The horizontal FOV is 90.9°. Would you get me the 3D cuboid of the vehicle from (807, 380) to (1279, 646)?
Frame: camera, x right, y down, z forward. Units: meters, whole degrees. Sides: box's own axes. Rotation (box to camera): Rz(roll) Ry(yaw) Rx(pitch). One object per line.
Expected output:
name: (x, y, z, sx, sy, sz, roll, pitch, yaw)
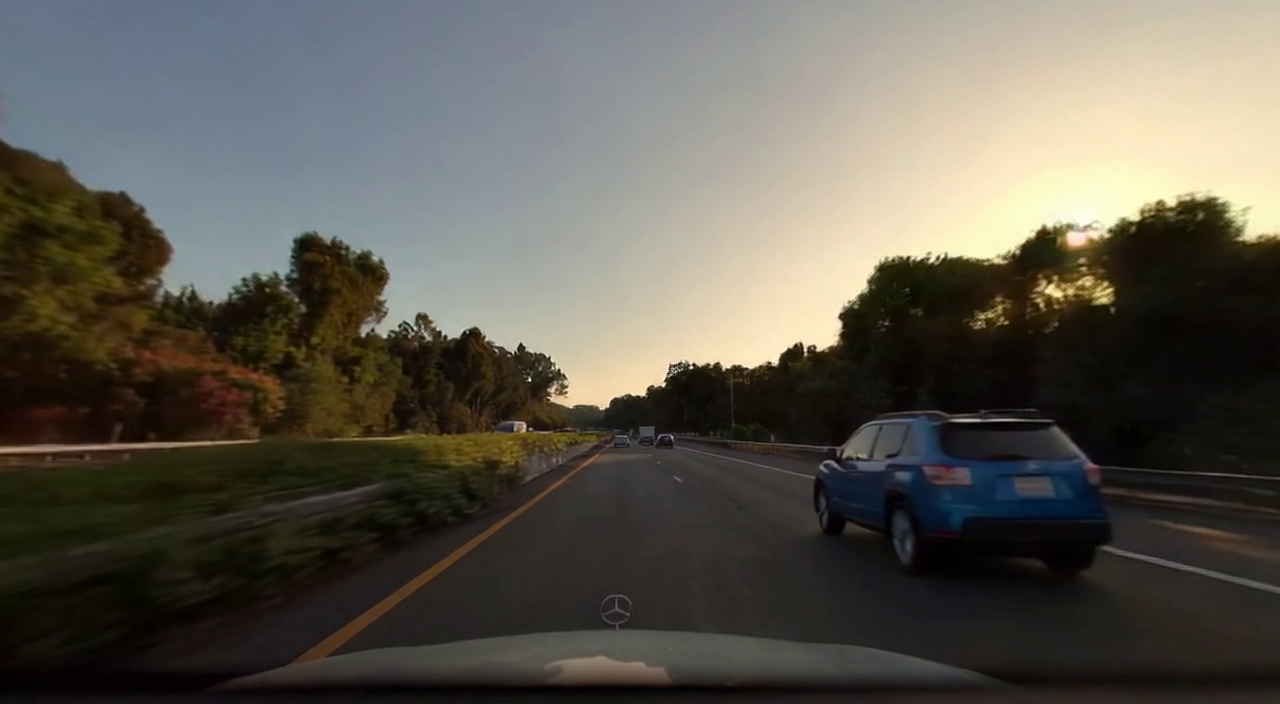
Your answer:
vehicle: (3.370, 1.312, 6.304, 2.085, 1.681, 4.436, 0, -8, -1)
